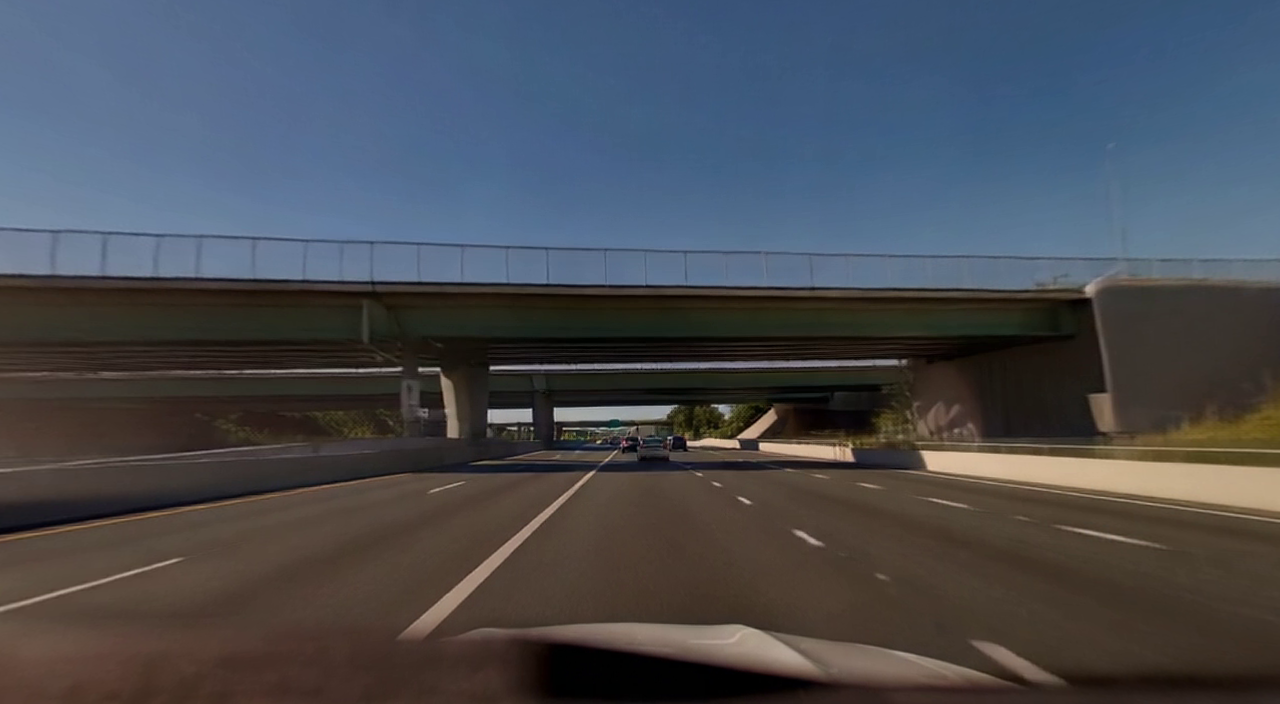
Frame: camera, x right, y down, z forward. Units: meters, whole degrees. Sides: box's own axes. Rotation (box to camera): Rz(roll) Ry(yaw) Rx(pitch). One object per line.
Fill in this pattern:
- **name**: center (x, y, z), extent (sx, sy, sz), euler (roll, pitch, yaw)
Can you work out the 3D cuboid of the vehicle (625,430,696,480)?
- **vehicle**: center (0.564, 3.299, 20.451), extent (2.046, 1.467, 3.844), euler (0, -8, -2)
